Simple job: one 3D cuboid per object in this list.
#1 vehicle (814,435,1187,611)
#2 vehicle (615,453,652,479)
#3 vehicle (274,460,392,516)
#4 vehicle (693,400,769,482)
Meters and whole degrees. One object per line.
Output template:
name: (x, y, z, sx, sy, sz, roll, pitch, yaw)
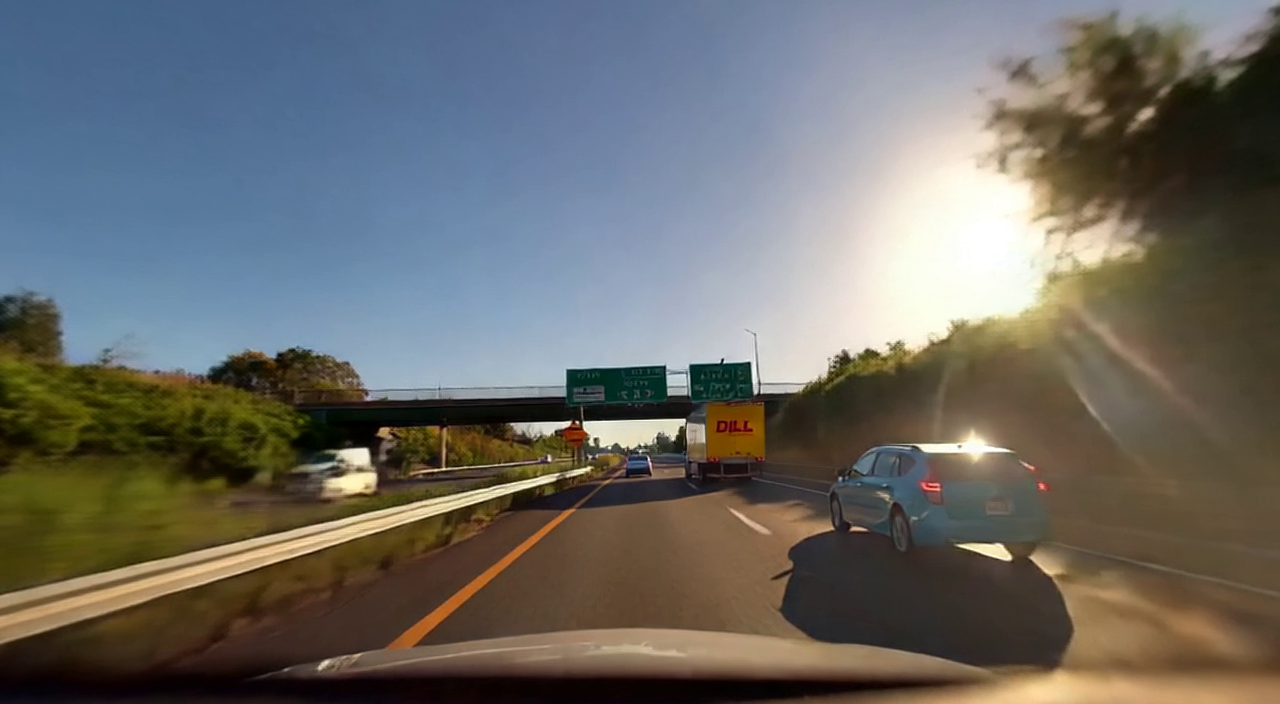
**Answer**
vehicle: (3.637, 1.777, 7.468, 1.894, 1.452, 4.164, 0, -9, -1)
vehicle: (-0.369, 6.768, 37.599, 2.055, 1.445, 3.661, 0, -9, 0)
vehicle: (-8.990, 3.968, 18.776, 1.728, 1.425, 3.494, 0, -9, 0)
vehicle: (4.797, 4.959, 34.894, 2.838, 3.985, 8.010, 0, -9, -1)
